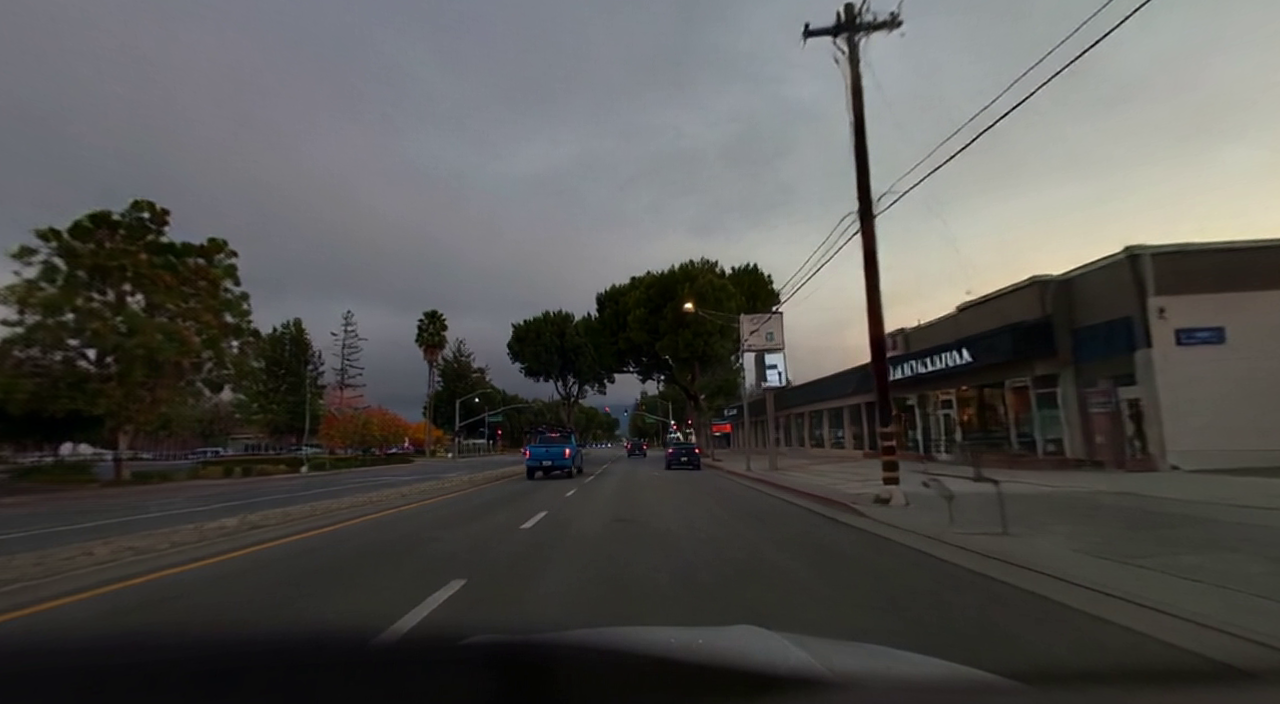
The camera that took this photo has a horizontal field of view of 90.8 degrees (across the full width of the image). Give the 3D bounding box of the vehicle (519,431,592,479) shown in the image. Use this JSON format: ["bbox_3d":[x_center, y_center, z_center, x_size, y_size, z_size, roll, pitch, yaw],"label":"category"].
[{"bbox_3d":[-3.344,4.219,26.113,2.464,1.777,5.128,0,-8,-2],"label":"vehicle"}]

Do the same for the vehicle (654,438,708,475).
[{"bbox_3d":[1.715,4.588,27.888,2.103,1.487,4.101,0,-8,0],"label":"vehicle"}]
